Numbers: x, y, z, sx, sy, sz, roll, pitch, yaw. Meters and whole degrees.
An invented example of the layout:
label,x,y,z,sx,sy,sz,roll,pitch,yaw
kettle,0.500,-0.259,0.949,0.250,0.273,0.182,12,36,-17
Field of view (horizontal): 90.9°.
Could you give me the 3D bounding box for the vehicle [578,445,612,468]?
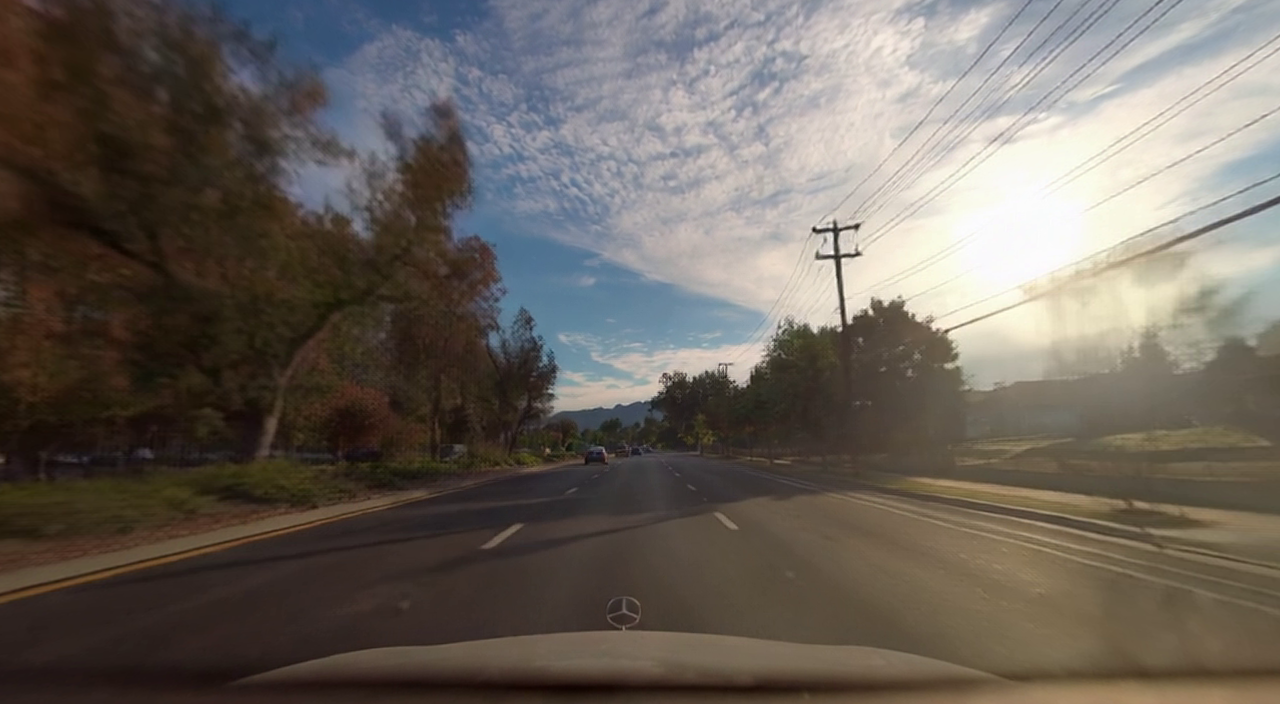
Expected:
label,x,y,z,sx,sy,sz,roll,pitch,yaw
vehicle,-3.044,7.164,43.306,2.007,1.514,4.049,0,-9,1
